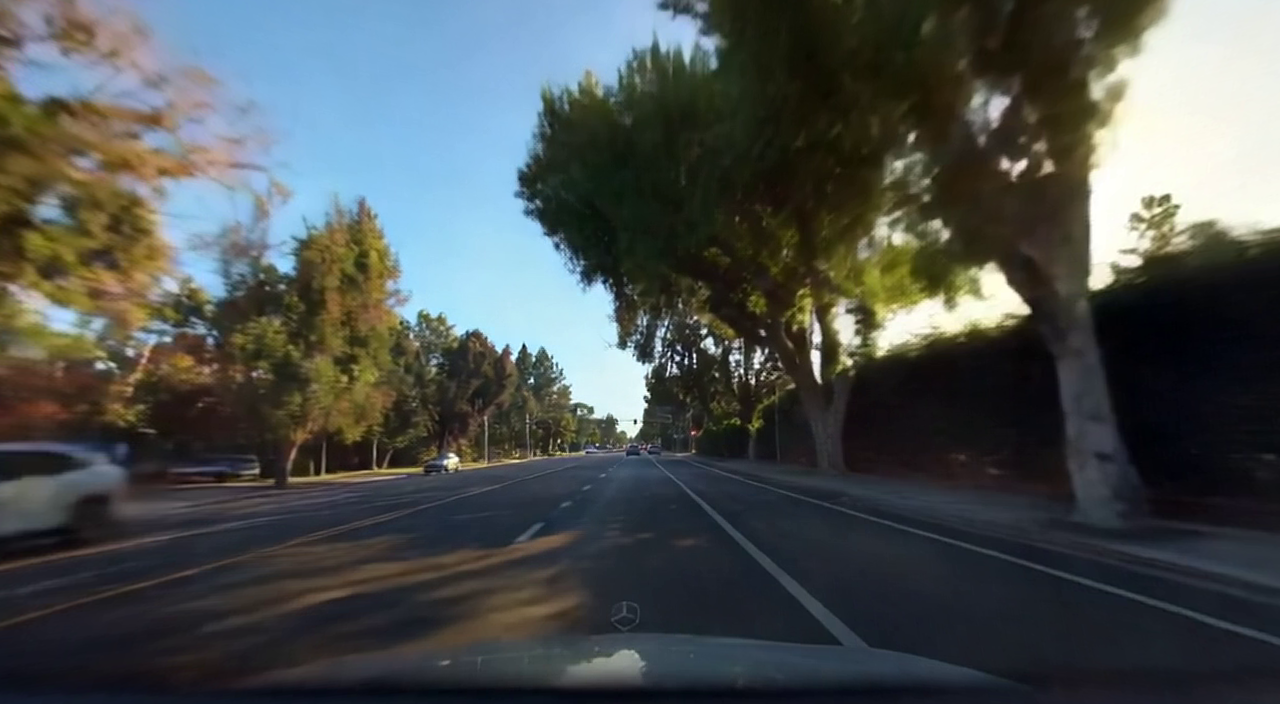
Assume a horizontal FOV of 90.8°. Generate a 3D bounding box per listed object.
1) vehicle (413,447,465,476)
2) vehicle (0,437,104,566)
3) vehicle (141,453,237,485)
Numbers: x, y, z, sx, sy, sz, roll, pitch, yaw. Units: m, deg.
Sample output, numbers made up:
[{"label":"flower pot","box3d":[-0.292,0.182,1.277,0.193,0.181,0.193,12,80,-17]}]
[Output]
[{"label":"vehicle","box3d":[-14.749,8.068,46.728,2.055,1.742,5.503,-4,-7,0]},{"label":"vehicle","box3d":[-9.717,1.900,7.764,2.365,1.697,4.391,0,-9,0]},{"label":"vehicle","box3d":[-24.550,6.382,34.503,3.658,1.605,1.985,-1,-9,0]}]
